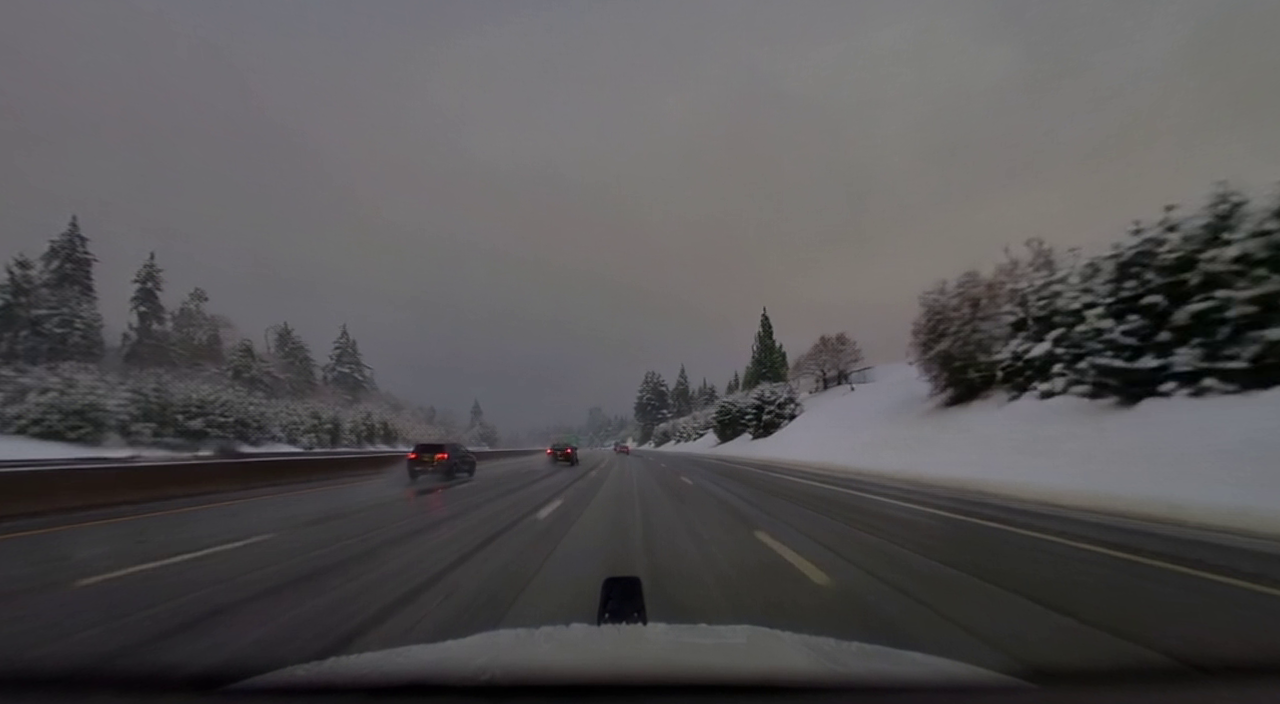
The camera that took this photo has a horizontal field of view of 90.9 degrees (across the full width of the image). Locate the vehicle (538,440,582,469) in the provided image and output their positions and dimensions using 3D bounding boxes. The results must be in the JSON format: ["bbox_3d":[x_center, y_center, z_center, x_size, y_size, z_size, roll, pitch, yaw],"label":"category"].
[{"bbox_3d":[-4.254,5.525,34.117,1.936,1.465,4.060,0,-8,-1],"label":"vehicle"}]

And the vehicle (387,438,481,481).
[{"bbox_3d":[-7.752,4.087,24.242,2.038,1.463,4.656,0,-8,0],"label":"vehicle"}]

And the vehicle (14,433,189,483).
[{"bbox_3d":[-18.030,3.571,21.503,2.016,1.519,4.514,0,-8,-1],"label":"vehicle"}]
